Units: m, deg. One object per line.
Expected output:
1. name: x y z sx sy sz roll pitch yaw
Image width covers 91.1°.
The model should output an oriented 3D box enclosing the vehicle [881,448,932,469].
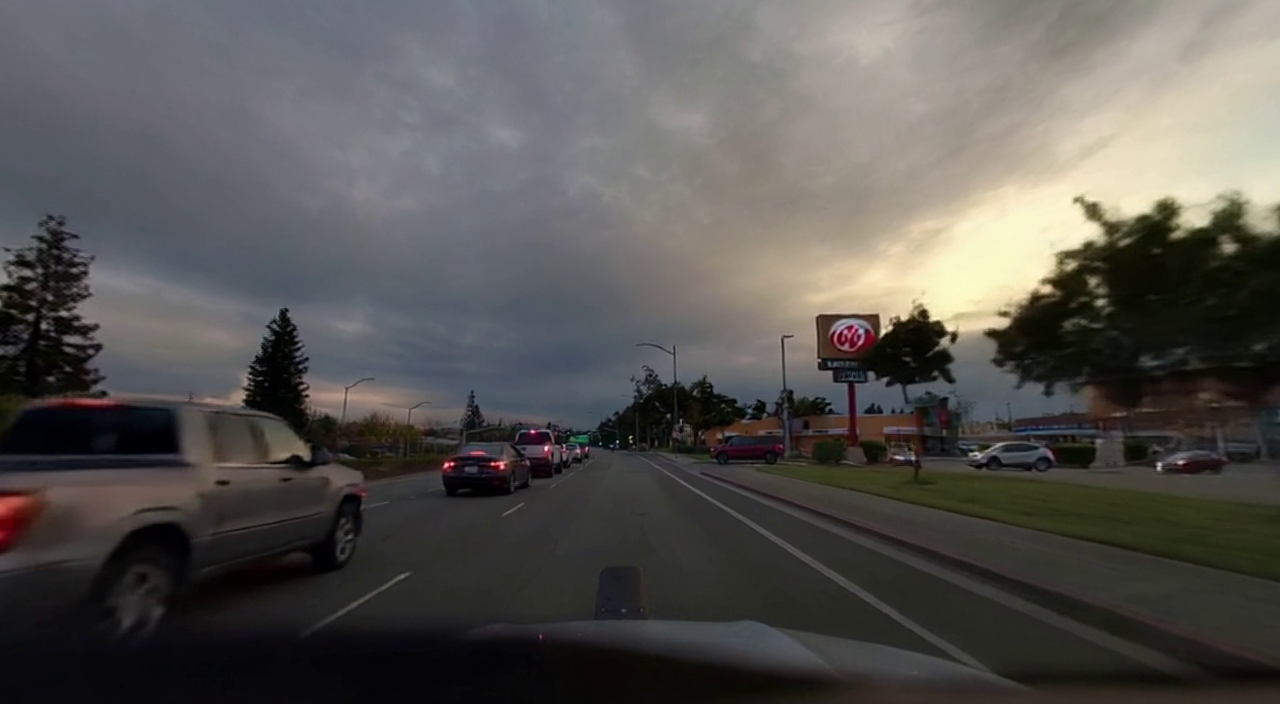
1. vehicle: 19.383 7.751 45.848 1.646 1.418 3.910 1 -8 -6

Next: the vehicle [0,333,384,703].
1. vehicle: -4.145 1.163 4.957 2.222 1.899 5.006 0 -8 -1

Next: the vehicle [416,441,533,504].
1. vehicle: -4.155 3.082 16.606 2.113 1.446 4.309 0 -8 -3

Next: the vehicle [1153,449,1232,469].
1. vehicle: 41.385 8.033 47.147 1.904 1.443 4.535 0 -9 2

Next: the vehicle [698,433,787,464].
1. vehicle: 5.901 5.662 36.692 4.813 1.622 2.110 -2 -11 3

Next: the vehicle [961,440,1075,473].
1. vehicle: 21.789 6.041 36.405 5.120 1.817 2.154 -1 -8 8

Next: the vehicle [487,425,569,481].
1. vehicle: -4.712 4.372 27.501 2.664 2.122 6.124 0 -8 -2
